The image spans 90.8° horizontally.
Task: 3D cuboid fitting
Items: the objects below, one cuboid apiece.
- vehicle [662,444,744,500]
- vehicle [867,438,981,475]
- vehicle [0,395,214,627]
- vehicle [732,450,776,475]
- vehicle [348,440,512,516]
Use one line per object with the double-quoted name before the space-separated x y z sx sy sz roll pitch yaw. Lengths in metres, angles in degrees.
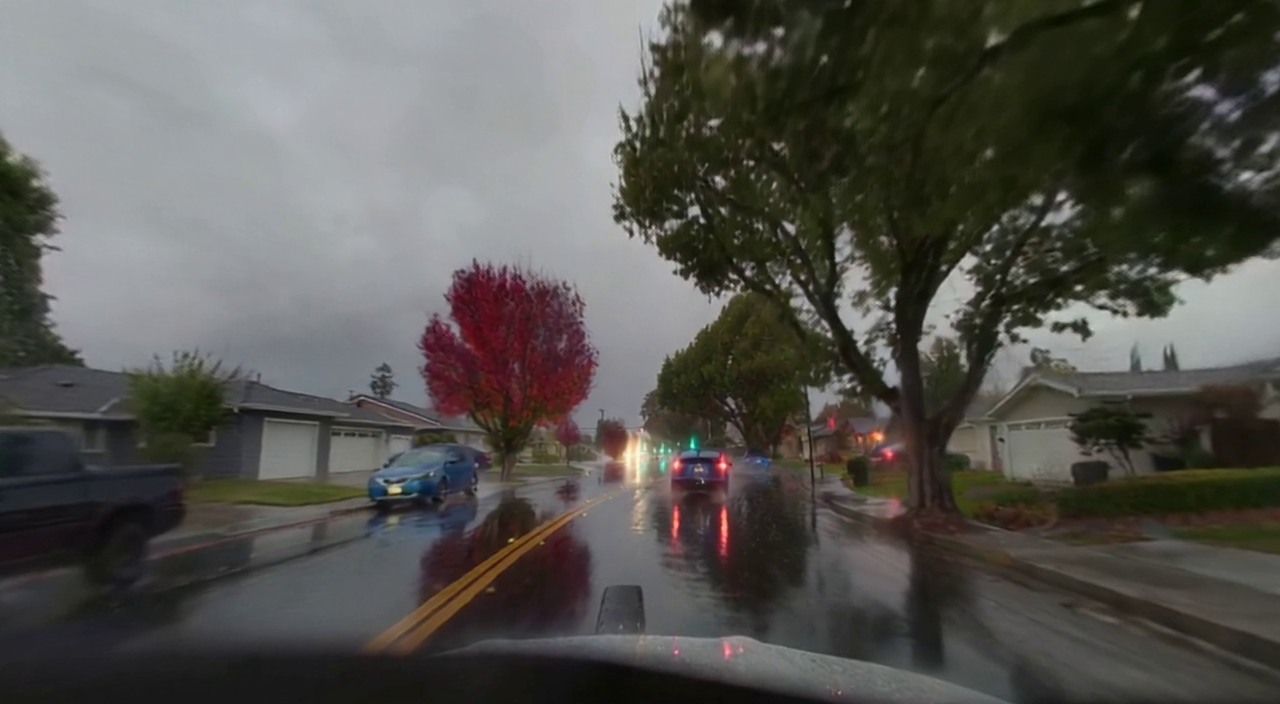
"vehicle" 1.881 3.563 19.238 2.192 1.474 4.192 -1 -8 5
"vehicle" 13.845 5.096 30.989 4.524 1.587 2.064 -2 -7 0
"vehicle" -6.303 1.372 5.316 2.235 1.851 4.662 -3 -9 -1
"vehicle" 7.304 7.130 40.984 2.089 1.462 4.529 0 -8 1
"vehicle" -5.577 3.388 17.712 2.641 1.747 4.738 -2 -8 5
